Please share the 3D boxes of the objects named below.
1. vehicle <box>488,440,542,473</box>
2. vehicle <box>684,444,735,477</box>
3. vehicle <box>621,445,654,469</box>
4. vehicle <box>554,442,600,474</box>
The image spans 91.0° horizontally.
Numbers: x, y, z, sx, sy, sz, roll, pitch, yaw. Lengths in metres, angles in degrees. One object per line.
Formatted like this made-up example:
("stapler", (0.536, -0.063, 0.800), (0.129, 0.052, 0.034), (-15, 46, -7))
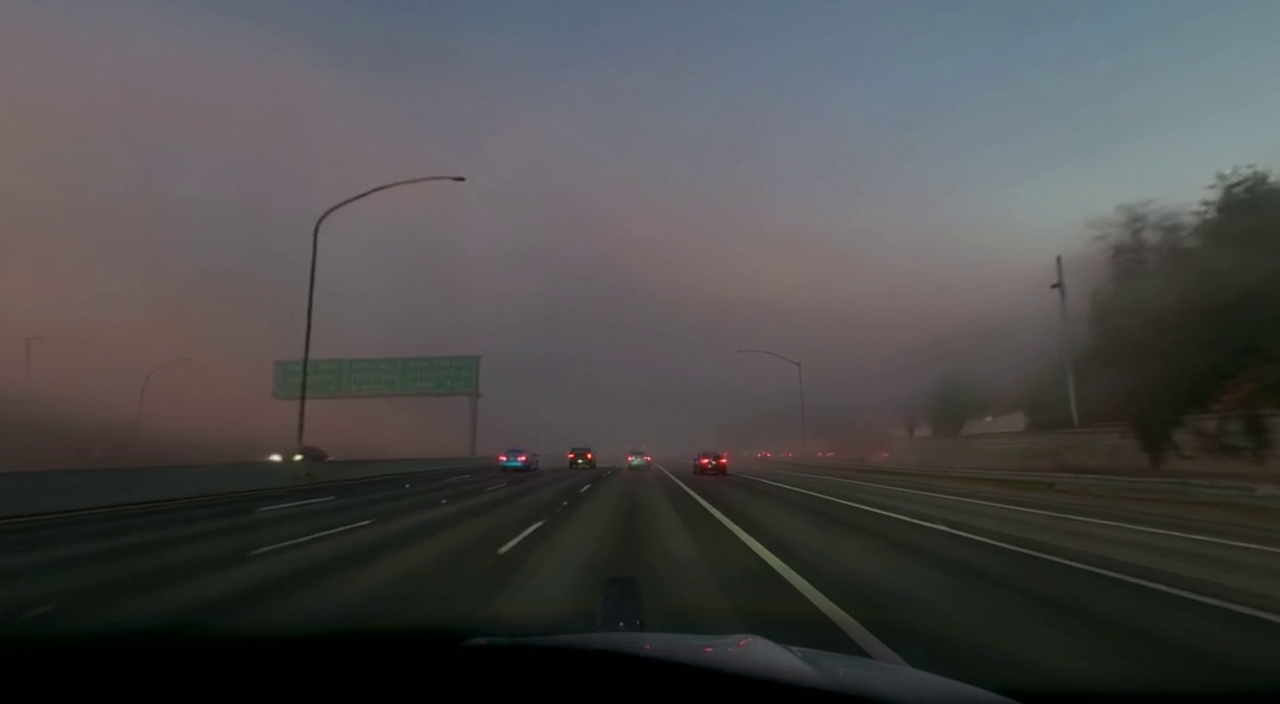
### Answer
("vehicle", (-6.948, 5.877, 35.480), (2.112, 1.721, 4.381), (0, -9, 1))
("vehicle", (3.523, 5.581, 32.682), (2.077, 1.527, 4.553), (0, -9, 0))
("vehicle", (-0.163, 7.208, 43.380), (2.166, 1.496, 4.158), (0, -9, 0))
("vehicle", (-3.489, 5.964, 35.710), (2.091, 1.664, 4.157), (0, -9, 1))
